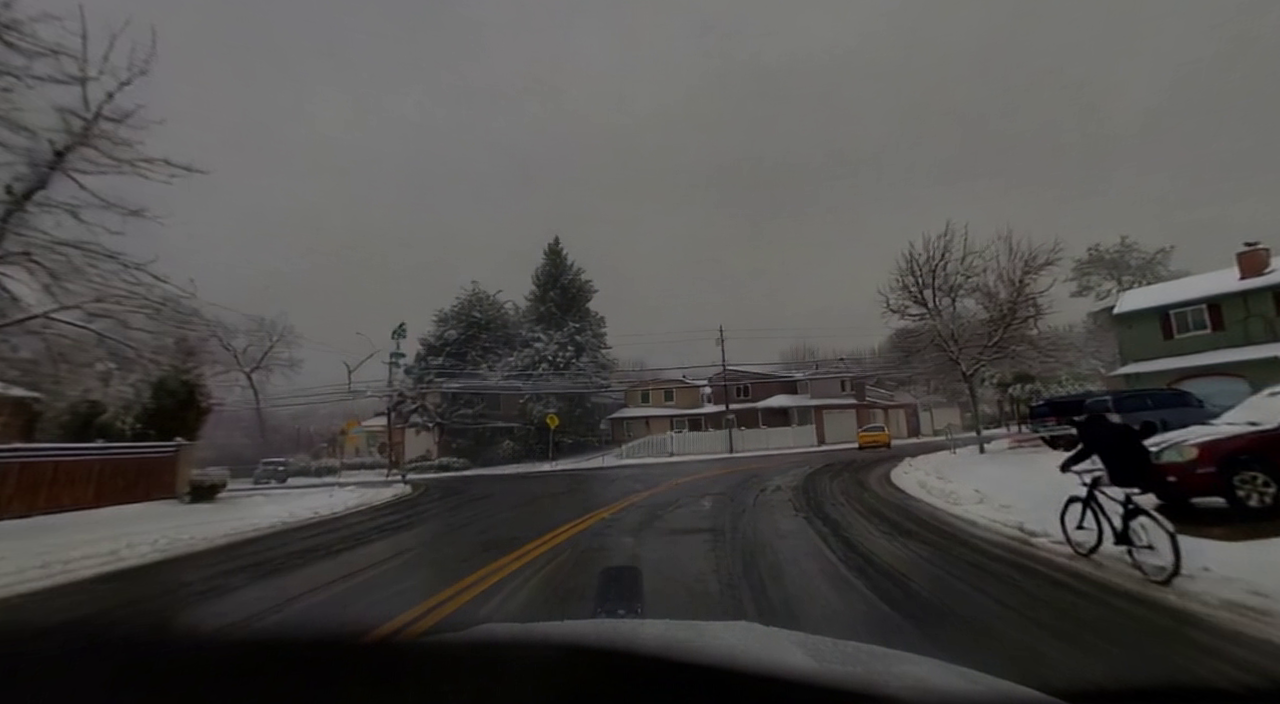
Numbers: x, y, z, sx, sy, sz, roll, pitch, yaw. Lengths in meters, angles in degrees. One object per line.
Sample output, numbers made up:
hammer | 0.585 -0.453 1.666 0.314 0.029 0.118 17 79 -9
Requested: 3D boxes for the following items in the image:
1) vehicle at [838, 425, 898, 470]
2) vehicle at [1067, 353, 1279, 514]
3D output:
vehicle | 9.557 4.002 26.436 2.105 1.705 4.392 -3 -9 20
vehicle | 10.339 0.990 9.248 6.099 1.973 2.450 -6 -9 5
